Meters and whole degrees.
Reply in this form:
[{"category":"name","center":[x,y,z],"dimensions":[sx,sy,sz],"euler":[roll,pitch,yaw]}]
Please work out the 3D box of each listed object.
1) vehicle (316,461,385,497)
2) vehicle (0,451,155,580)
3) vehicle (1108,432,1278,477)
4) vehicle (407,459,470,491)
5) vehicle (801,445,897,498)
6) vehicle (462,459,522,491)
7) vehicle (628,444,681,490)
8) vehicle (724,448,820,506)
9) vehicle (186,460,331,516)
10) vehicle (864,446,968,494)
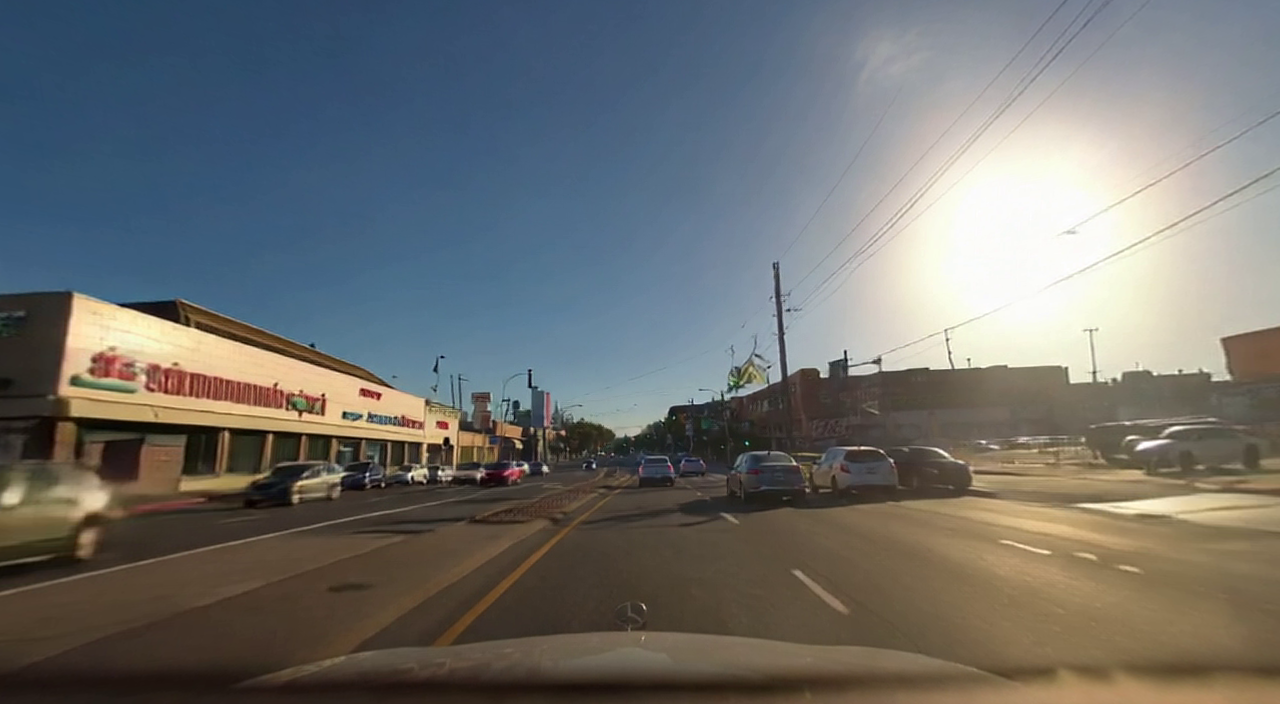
[{"category":"vehicle","center":[-18.034,7.878,39.533],"dimensions":[1.878,1.760,4.876],"euler":[-1,-6,2]},{"category":"vehicle","center":[-8.789,2.017,7.671],"dimensions":[1.906,1.519,4.797],"euler":[0,-8,1]},{"category":"vehicle","center":[22.025,4.097,25.314],"dimensions":[4.718,1.628,2.008],"euler":[-2,-8,5]},{"category":"vehicle","center":[-11.950,7.306,37.768],"dimensions":[2.183,1.674,4.481],"euler":[-1,-8,1]},{"category":"vehicle","center":[7.558,4.316,23.354],"dimensions":[2.040,1.738,4.414],"euler":[0,-8,0]},{"category":"vehicle","center":[-7.924,6.637,34.271],"dimensions":[2.078,1.465,4.632],"euler":[-1,-8,1]},{"category":"vehicle","center":[0.662,5.136,28.602],"dimensions":[2.210,1.861,4.280],"euler":[0,-8,1]},{"category":"vehicle","center":[3.905,3.752,19.459],"dimensions":[1.963,1.484,4.609],"euler":[0,-8,0]},{"category":"vehicle","center":[-12.162,4.316,20.525],"dimensions":[1.846,1.461,4.488],"euler":[0,-8,1]},{"category":"vehicle","center":[10.998,4.762,25.566],"dimensions":[2.106,1.712,4.769],"euler":[0,-10,1]}]
